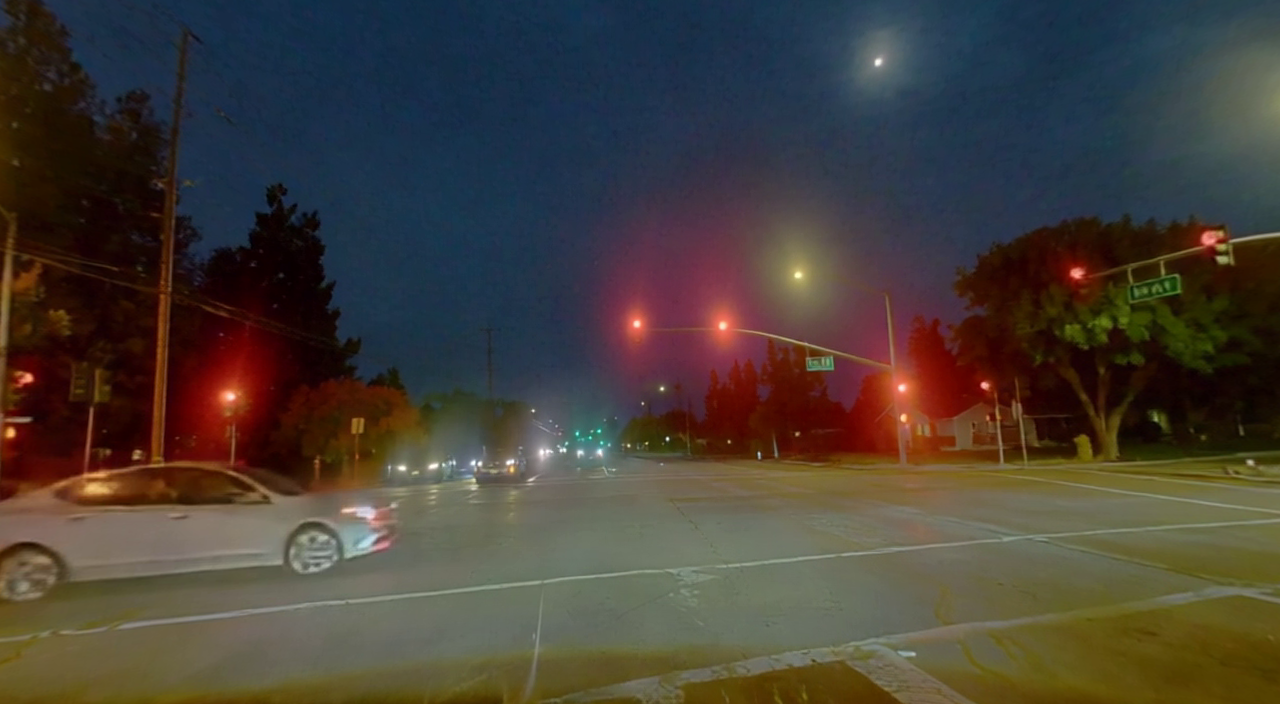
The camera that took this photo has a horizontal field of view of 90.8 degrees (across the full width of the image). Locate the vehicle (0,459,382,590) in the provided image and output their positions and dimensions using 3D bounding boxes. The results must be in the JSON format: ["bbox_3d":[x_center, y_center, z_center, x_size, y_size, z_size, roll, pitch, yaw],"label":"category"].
[{"bbox_3d":[-6.054,2.200,8.642,4.443,1.367,2.197,2,-9,-17],"label":"vehicle"}]

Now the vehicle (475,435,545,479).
[{"bbox_3d":[-6.400,5.237,31.779,2.479,1.977,5.254,0,-9,-1],"label":"vehicle"}]

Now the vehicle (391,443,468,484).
[{"bbox_3d":[-10.181,5.387,30.978,2.241,1.819,4.690,0,-9,-1],"label":"vehicle"}]

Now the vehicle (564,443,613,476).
[{"bbox_3d":[-2.414,5.219,30.937,2.174,1.477,4.805,0,-9,-2],"label":"vehicle"}]
